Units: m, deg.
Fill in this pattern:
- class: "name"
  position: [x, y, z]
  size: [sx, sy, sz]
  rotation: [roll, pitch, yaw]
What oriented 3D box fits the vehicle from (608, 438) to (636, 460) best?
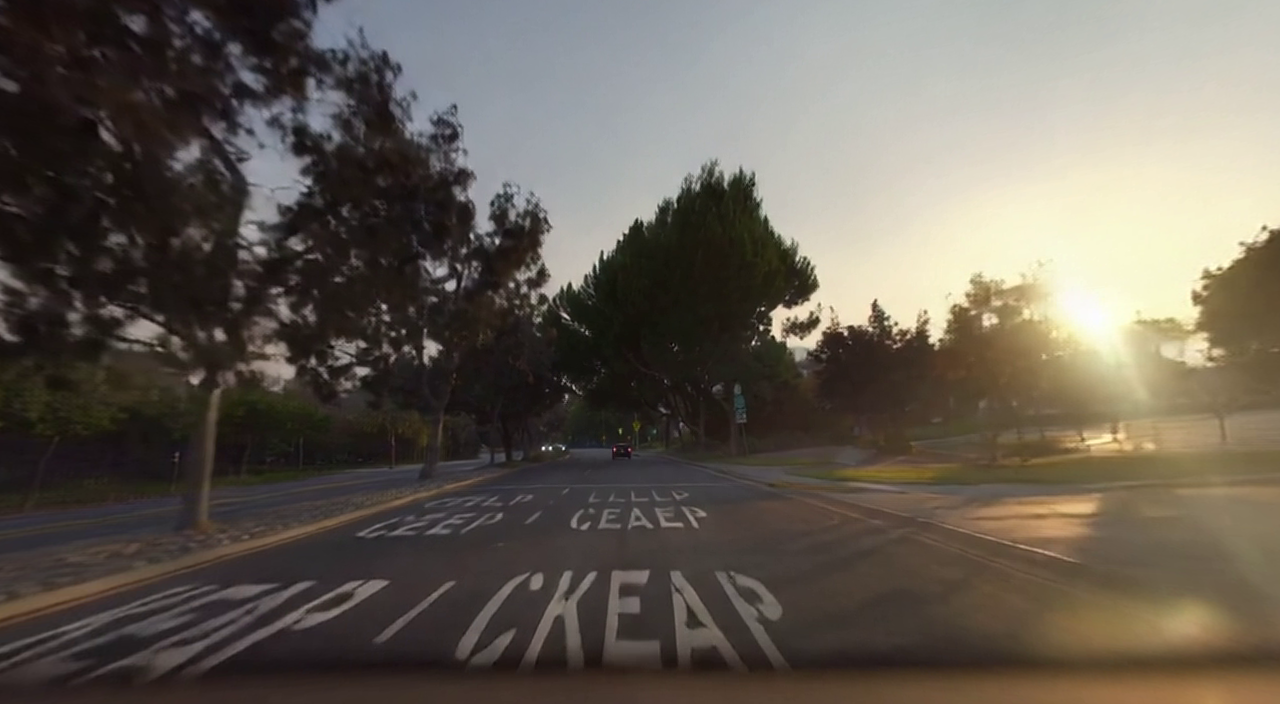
- class: "vehicle"
  position: [-1.366, 7.509, 48.886]
  size: [2.045, 1.613, 4.210]
  rotation: [0, -8, -1]
